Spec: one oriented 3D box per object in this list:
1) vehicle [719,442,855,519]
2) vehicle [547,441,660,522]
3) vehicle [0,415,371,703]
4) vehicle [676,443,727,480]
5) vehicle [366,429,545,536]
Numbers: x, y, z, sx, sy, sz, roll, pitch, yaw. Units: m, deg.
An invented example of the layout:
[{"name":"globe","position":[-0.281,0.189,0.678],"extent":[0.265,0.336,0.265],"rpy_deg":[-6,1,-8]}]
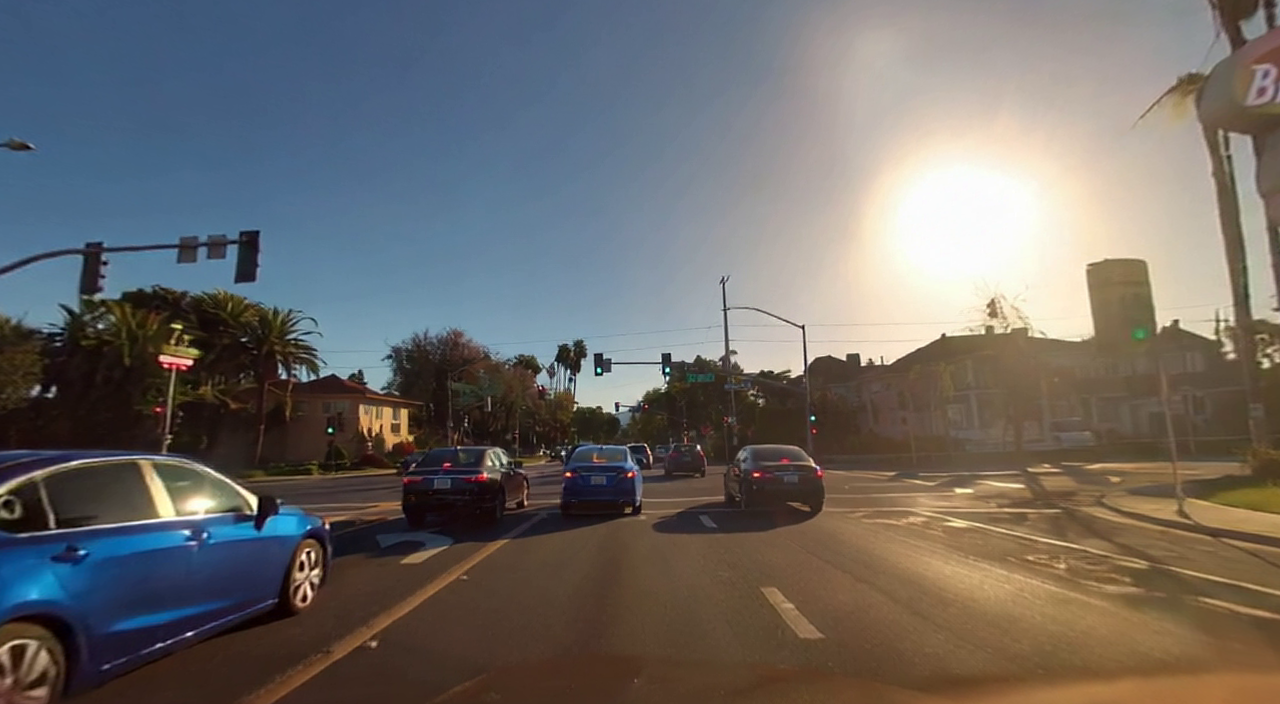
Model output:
[{"name":"vehicle","position":[3.125,2.825,14.459],"extent":[2.014,1.464,4.312],"rpy_deg":[0,-9,-1]},{"name":"vehicle","position":[-0.671,2.713,13.789],"extent":[2.104,1.500,3.815],"rpy_deg":[0,-9,1]},{"name":"vehicle","position":[-3.660,1.193,3.826],"extent":[2.058,1.474,4.473],"rpy_deg":[0,-9,0]},{"name":"vehicle","position":[2.892,5.244,30.546],"extent":[1.956,1.615,4.205],"rpy_deg":[0,-9,-1]},{"name":"vehicle","position":[-3.317,2.448,12.506],"extent":[2.024,1.701,4.572],"rpy_deg":[0,-9,2]}]
